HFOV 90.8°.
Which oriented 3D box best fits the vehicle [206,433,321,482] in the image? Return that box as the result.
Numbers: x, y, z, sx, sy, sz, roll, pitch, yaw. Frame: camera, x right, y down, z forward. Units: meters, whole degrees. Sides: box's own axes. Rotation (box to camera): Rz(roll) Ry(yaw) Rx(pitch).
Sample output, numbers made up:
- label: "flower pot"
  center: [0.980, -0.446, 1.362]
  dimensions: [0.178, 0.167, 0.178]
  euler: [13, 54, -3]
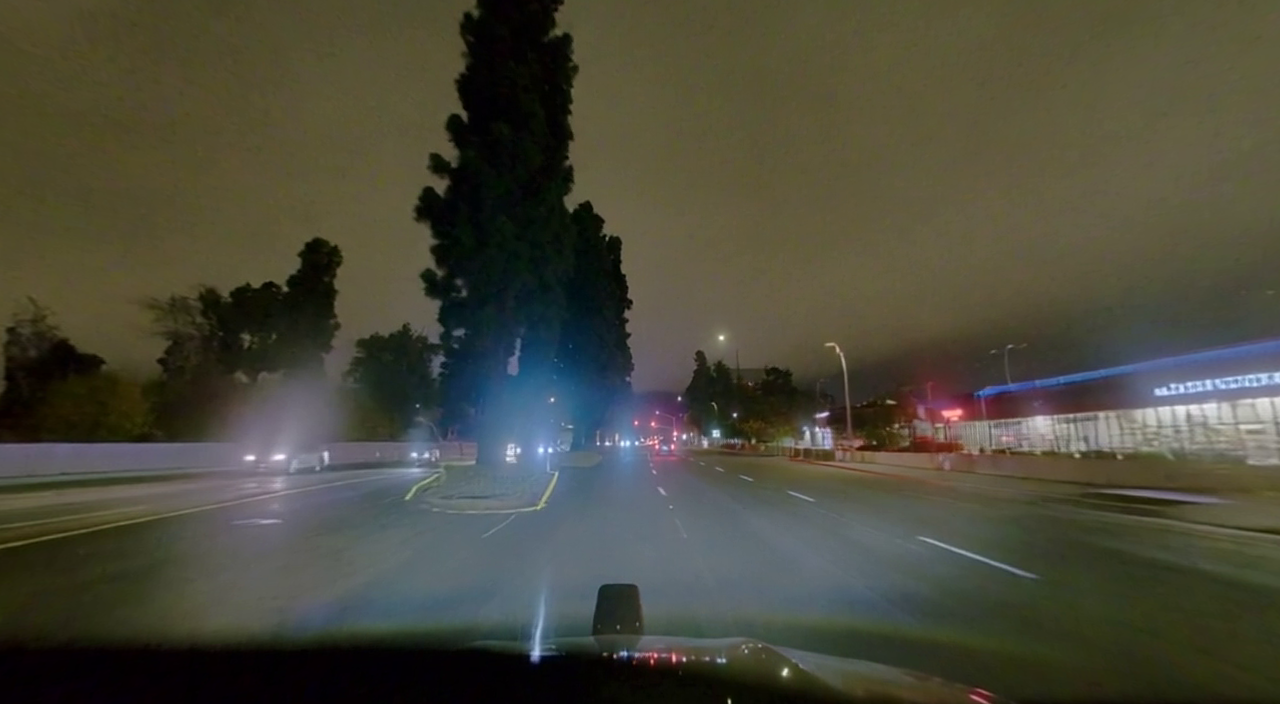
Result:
- label: "vehicle"
  center: [-15.161, 4.263, 25.763]
  dimensions: [1.924, 1.767, 4.397]
  euler: [0, -8, 0]

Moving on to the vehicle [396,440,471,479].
- label: "vehicle"
  center: [-8.896, 4.633, 27.573]
  dimensions: [2.107, 1.560, 3.955]
  euler: [0, -8, -3]
